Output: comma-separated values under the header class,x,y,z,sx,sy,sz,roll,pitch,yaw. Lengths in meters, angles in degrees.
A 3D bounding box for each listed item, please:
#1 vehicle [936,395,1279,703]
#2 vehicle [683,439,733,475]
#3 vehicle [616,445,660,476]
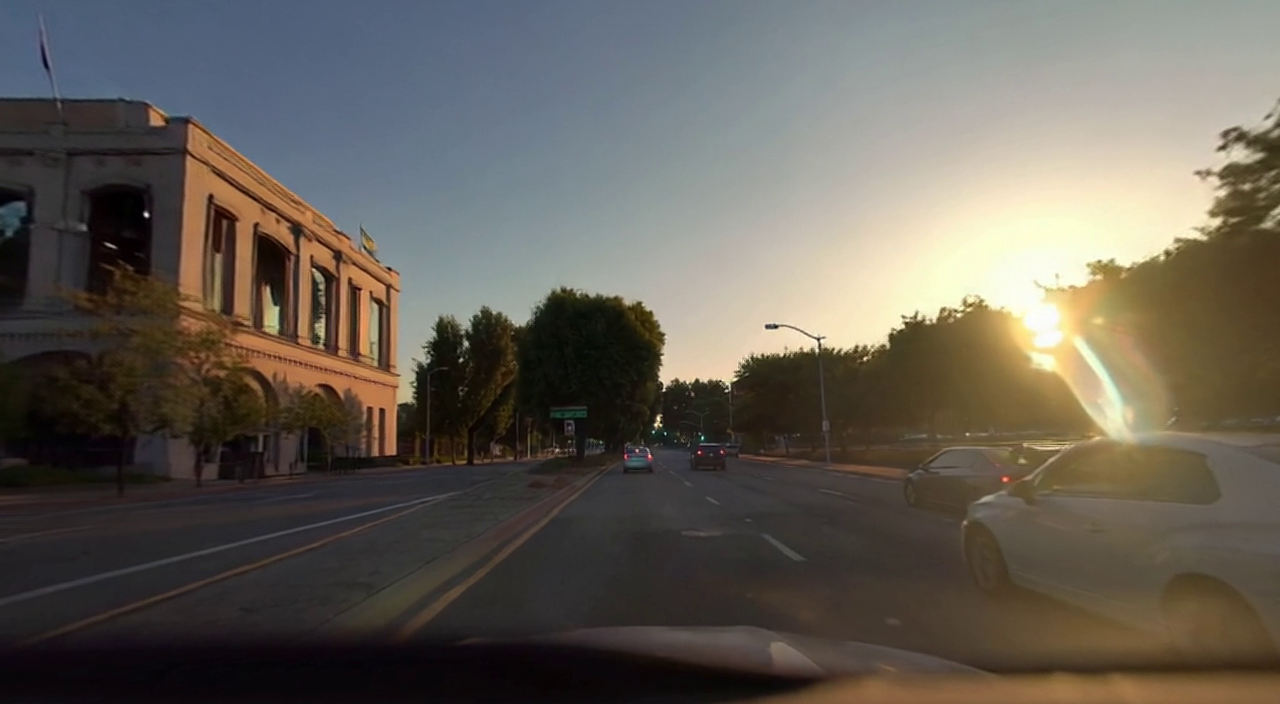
class,x,y,z,sx,sy,sz,roll,pitch,yaw
vehicle,3.699,1.122,3.791,1.937,1.538,3.832,0,-9,0
vehicle,3.494,5.491,33.315,2.036,1.757,4.300,0,-9,-1
vehicle,-0.098,5.392,31.604,2.054,1.446,3.969,0,-9,-1
